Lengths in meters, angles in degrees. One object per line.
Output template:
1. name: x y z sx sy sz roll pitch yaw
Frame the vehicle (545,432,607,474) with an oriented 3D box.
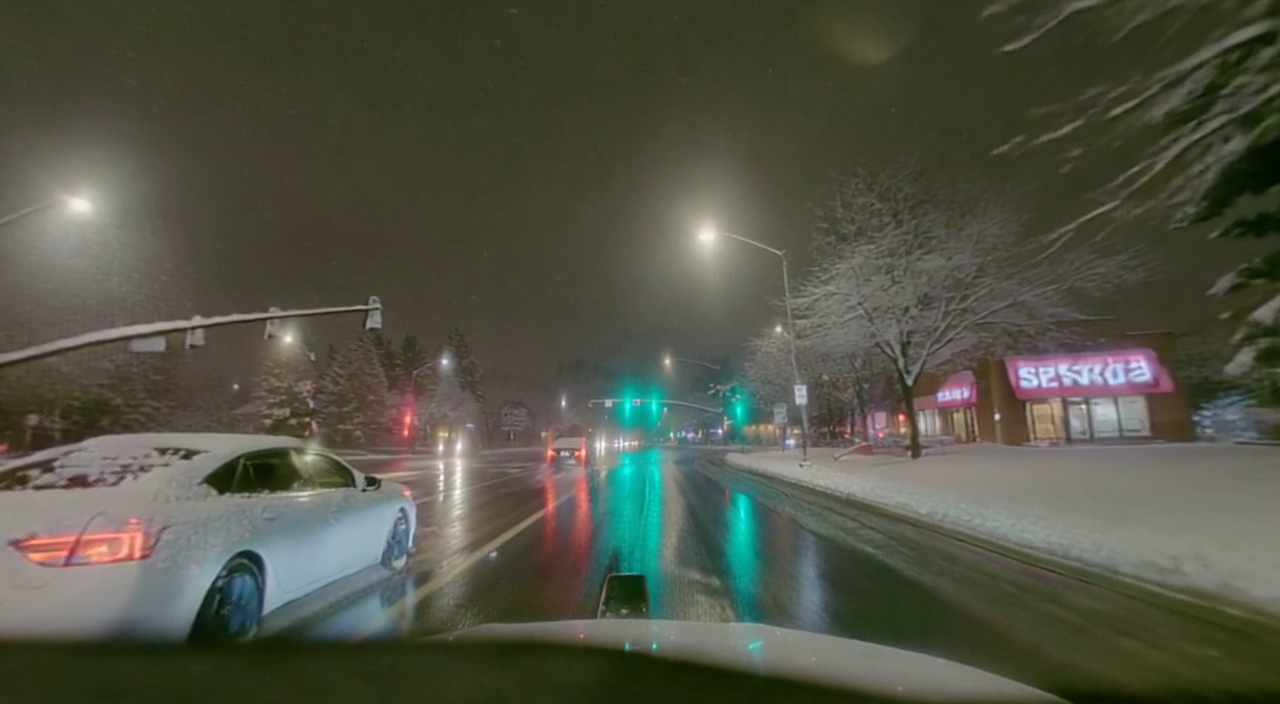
1. vehicle: -2.733 4.484 28.132 2.109 1.692 4.220 -1 -8 3

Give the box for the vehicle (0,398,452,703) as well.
1. vehicle: -3.191 1.266 4.931 2.018 1.477 4.401 0 -8 1

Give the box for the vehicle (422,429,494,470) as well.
1. vehicle: -9.064 4.913 31.908 2.030 1.906 4.661 -1 -8 3
